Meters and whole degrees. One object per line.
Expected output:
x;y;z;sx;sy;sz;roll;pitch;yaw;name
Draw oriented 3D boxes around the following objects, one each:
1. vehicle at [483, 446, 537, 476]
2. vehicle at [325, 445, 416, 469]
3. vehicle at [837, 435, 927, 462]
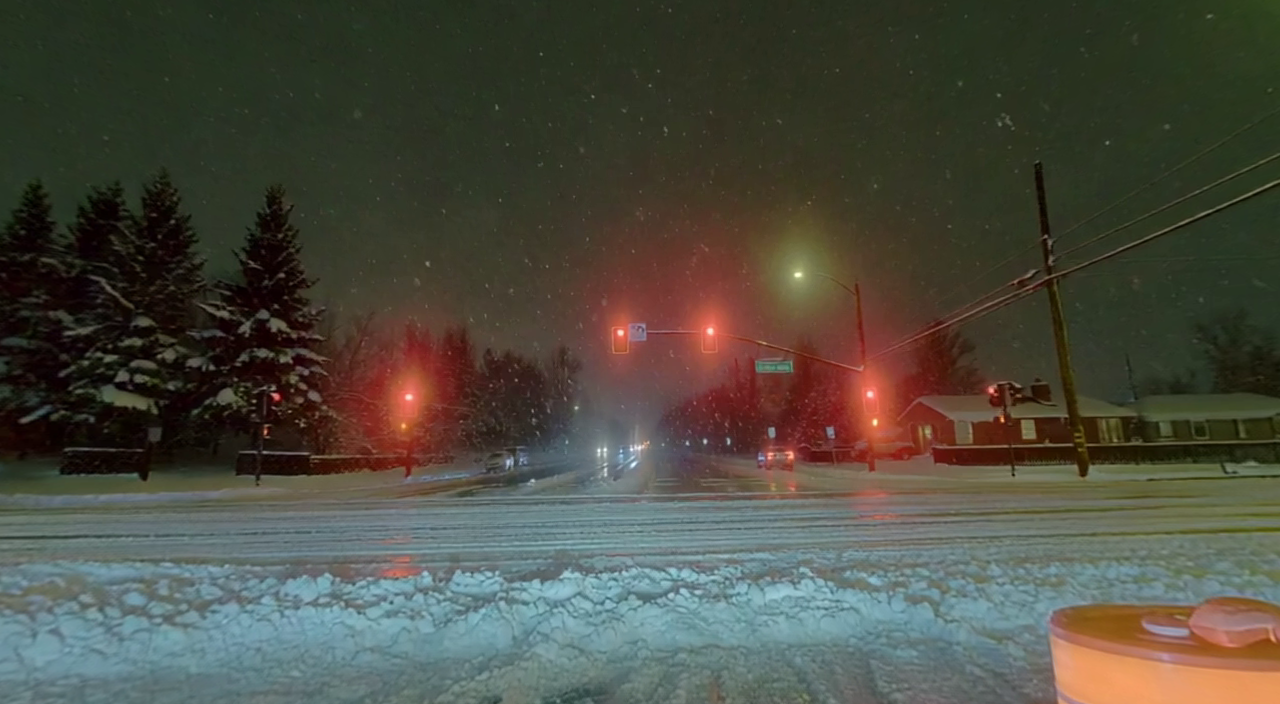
-6.598;5.543;32.411;1.881;1.452;4.121;0;-8;0;vehicle
-16.388;6.384;38.610;4.713;1.409;1.918;0;-8;-2;vehicle
15.380;6.172;40.327;4.892;1.656;1.856;0;-8;0;vehicle
